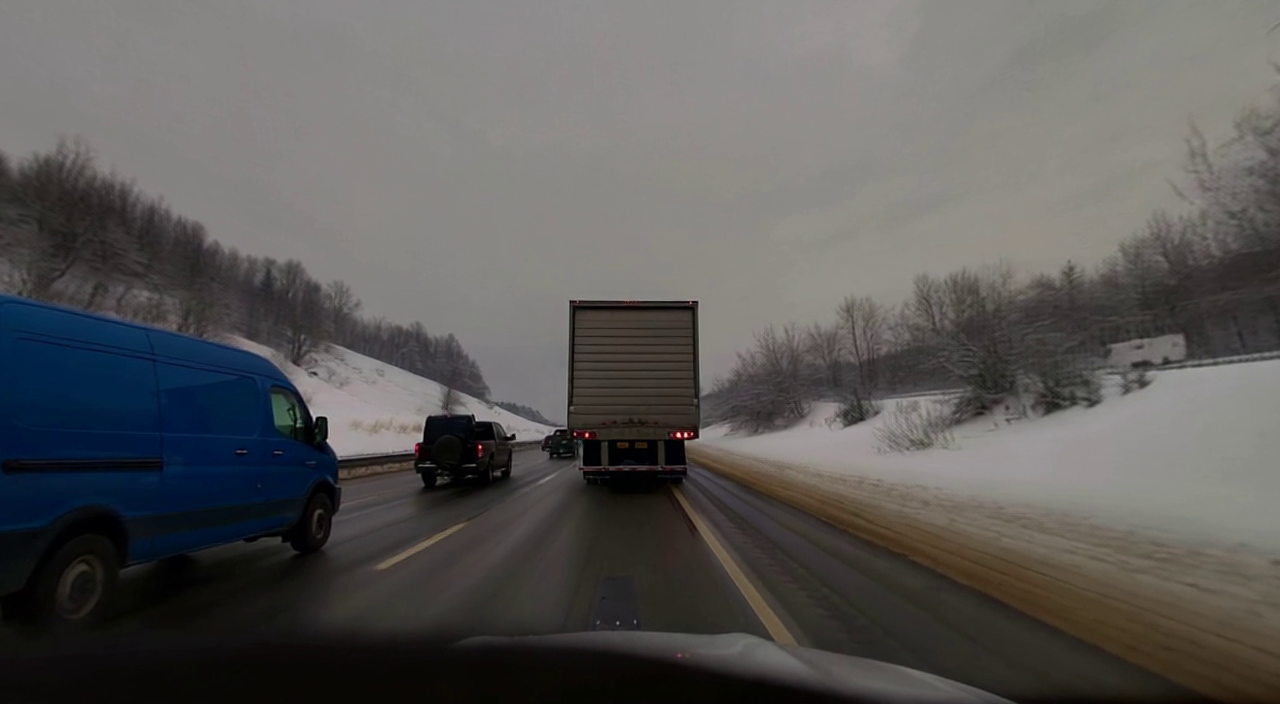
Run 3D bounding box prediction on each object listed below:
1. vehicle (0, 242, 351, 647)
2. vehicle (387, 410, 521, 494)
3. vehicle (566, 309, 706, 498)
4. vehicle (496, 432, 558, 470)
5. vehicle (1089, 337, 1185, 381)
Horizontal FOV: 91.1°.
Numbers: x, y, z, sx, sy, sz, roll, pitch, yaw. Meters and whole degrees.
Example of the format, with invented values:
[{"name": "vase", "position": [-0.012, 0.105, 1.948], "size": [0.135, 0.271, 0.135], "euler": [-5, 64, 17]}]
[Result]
[{"name": "vehicle", "position": [-5.253, 0.839, 5.851], "size": [2.478, 2.515, 5.438], "euler": [0, -8, 0]}, {"name": "vehicle", "position": [-4.903, 2.715, 17.486], "size": [2.168, 1.985, 4.952], "euler": [0, -8, 0]}, {"name": "vehicle", "position": [-0.054, 1.734, 18.476], "size": [2.953, 4.041, 10.072], "euler": [0, -8, 0]}, {"name": "vehicle", "position": [-4.870, 4.341, 27.818], "size": [1.931, 1.539, 4.441], "euler": [0, -8, 0]}, {"name": "vehicle", "position": [27.409, 0.456, 34.894], "size": [2.034, 1.625, 4.809], "euler": [6, -7, 9]}]
